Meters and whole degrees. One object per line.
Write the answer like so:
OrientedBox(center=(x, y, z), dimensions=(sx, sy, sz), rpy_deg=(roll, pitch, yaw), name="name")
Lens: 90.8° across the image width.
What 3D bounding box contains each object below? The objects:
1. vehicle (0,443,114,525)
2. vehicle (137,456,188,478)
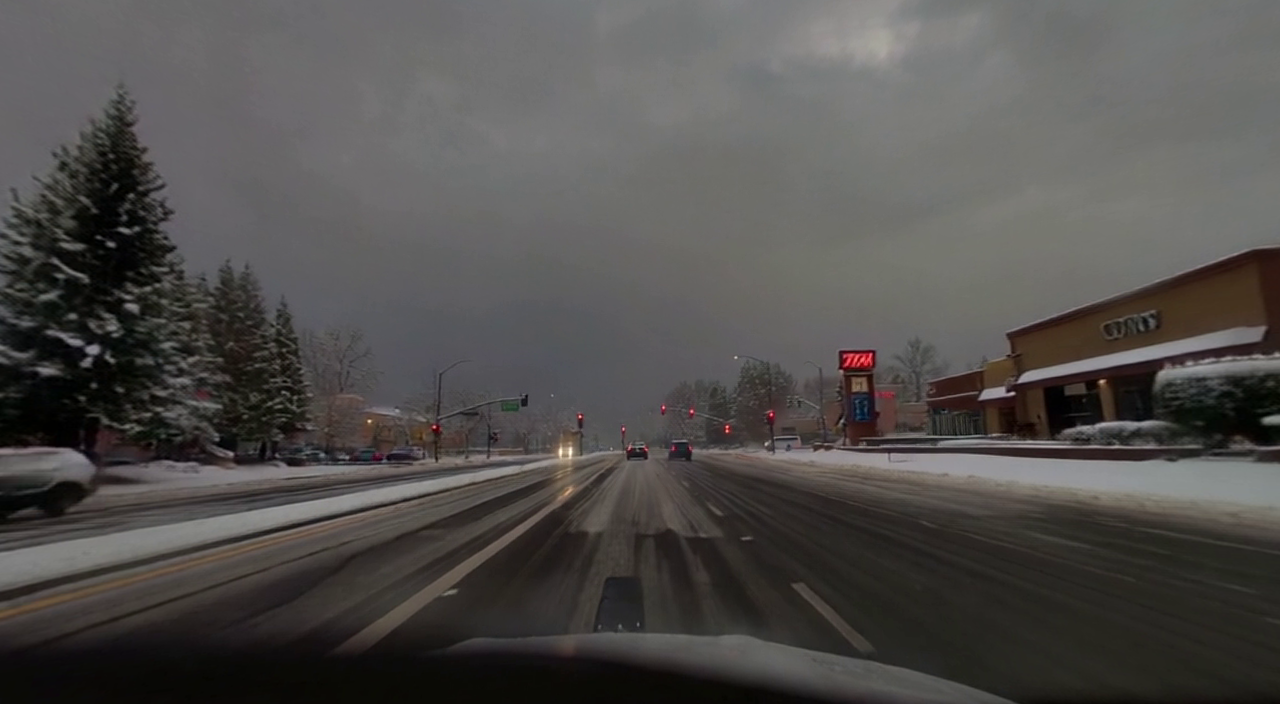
OrientedBox(center=(-14.752, 2.927, 14.177), dimensions=(1.967, 1.756, 4.471), rpy_deg=(0, -9, 0), name="vehicle")
OrientedBox(center=(-34.318, 8.248, 45.355), dimensions=(4.381, 1.430, 1.899), rpy_deg=(-7, -11, 40), name="vehicle")
